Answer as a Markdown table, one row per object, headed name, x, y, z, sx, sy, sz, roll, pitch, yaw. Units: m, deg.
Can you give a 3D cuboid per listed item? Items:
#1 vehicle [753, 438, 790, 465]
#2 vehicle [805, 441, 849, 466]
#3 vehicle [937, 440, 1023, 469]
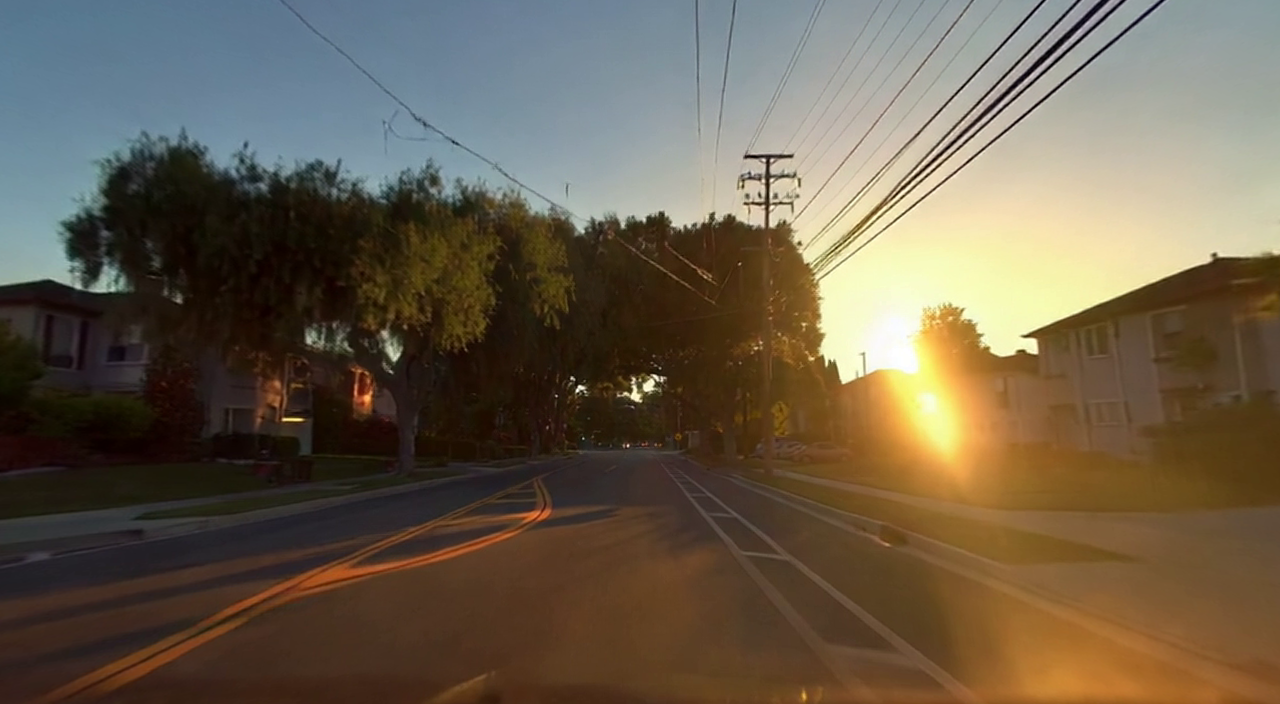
| name | x | y | z | sx | sy | sz | roll | pitch | yaw |
| --- | --- | --- | --- | --- | --- | --- | --- | --- | --- |
| vehicle | 10.242 | 7.806 | 49.294 | 1.912 | 1.953 | 4.651 | 0 | -9 | 0 |
| vehicle | 13.518 | 7.372 | 45.699 | 1.935 | 1.683 | 4.669 | 0 | -9 | 2 |
| vehicle | 21.033 | 6.325 | 39.067 | 3.943 | 1.664 | 2.391 | 0 | -8 | -1 |
